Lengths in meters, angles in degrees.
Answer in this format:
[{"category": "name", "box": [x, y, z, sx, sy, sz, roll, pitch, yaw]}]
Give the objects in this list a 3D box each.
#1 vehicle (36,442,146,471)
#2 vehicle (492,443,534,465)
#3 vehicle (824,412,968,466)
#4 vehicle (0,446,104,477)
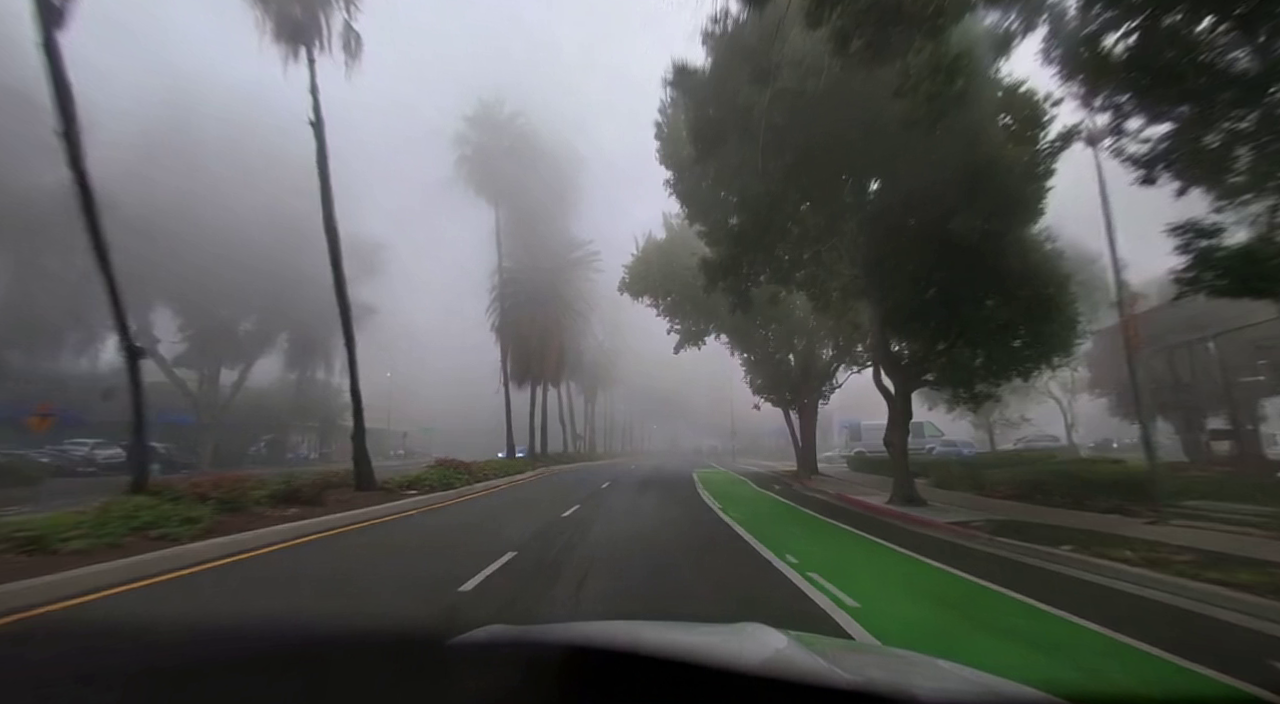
[{"category": "vehicle", "box": [-29.896, 5.670, 34.503, 4.143, 1.501, 1.929, 0, -8, 0]}, {"category": "vehicle", "box": [-9.390, 7.574, 47.097, 1.925, 1.492, 4.200, -1, -9, 5]}, {"category": "vehicle", "box": [15.549, 5.311, 38.698, 7.635, 3.131, 2.691, 0, -9, -4]}, {"category": "vehicle", "box": [-29.987, 5.440, 31.477, 4.683, 1.446, 2.037, 0, -8, 0]}]
